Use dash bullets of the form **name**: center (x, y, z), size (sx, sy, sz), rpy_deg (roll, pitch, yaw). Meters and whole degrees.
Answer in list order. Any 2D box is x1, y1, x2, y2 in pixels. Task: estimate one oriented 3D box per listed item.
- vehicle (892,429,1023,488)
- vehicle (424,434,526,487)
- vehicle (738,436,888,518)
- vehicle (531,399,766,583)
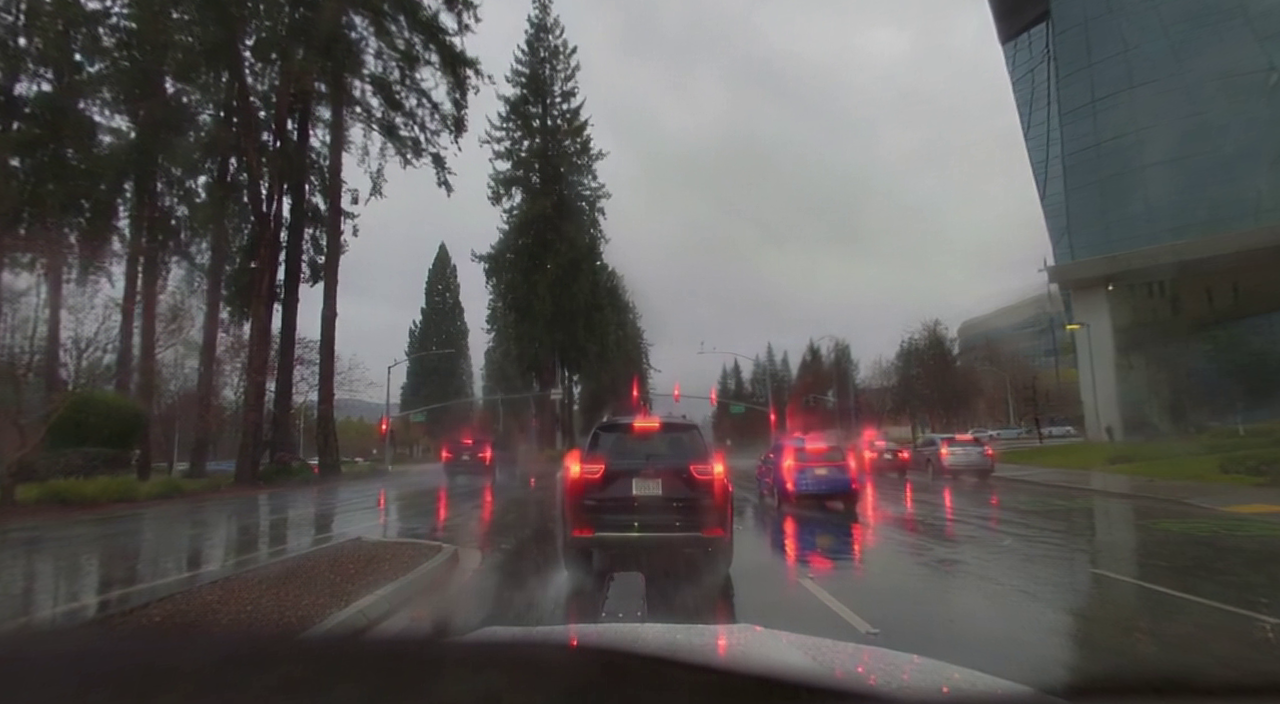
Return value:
- **vehicle**: center (10.872, 3.696, 22.128), size (2.123, 1.812, 4.553), rpy_deg (0, -9, -1)
- **vehicle**: center (-6.193, 4.159, 24.501), size (2.555, 1.819, 5.145), rpy_deg (0, -9, 0)
- **vehicle**: center (3.514, 2.630, 13.831), size (1.997, 1.471, 4.321), rpy_deg (0, -9, -1)
- **vehicle**: center (0.073, 1.658, 8.262), size (2.266, 1.762, 4.131), rpy_deg (0, -9, 0)
